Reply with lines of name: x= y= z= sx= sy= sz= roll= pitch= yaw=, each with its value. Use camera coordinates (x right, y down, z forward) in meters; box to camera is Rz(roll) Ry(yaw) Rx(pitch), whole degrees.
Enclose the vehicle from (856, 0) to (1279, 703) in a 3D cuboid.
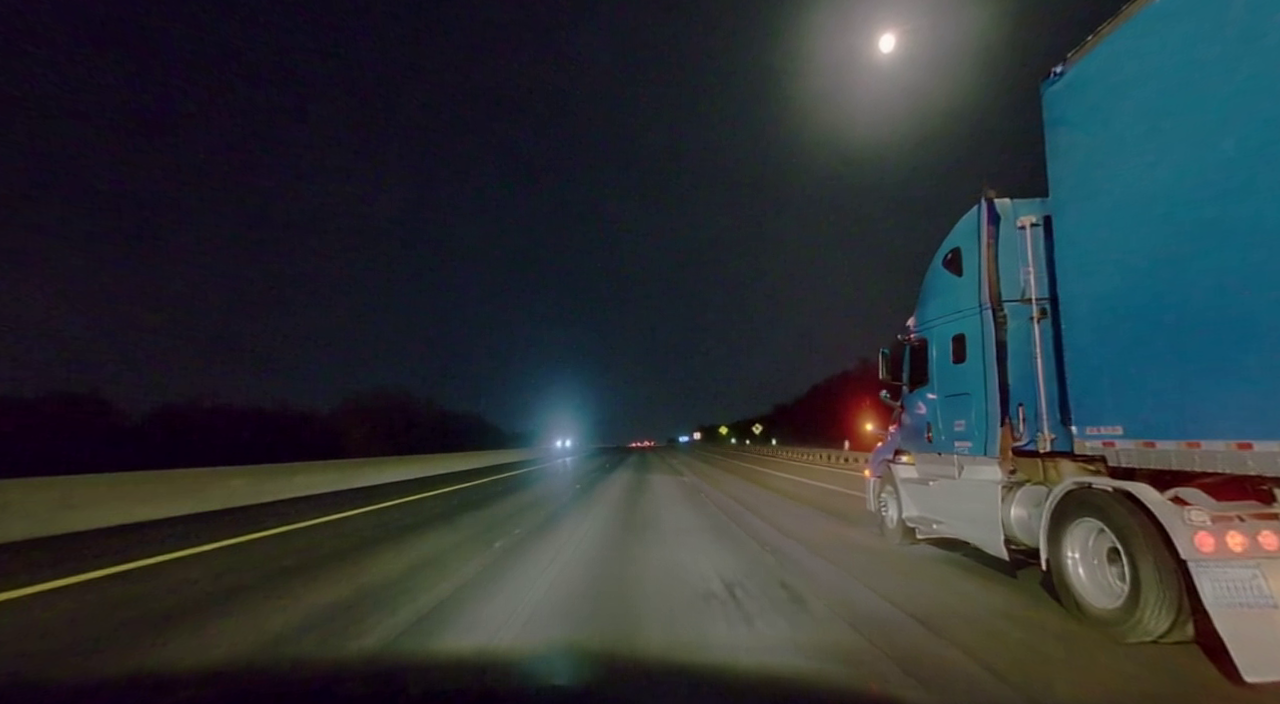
vehicle: x=3.836 y=-0.268 z=1.988 sx=3.012 sy=3.768 sz=8.945 roll=0 pitch=-8 yaw=0
